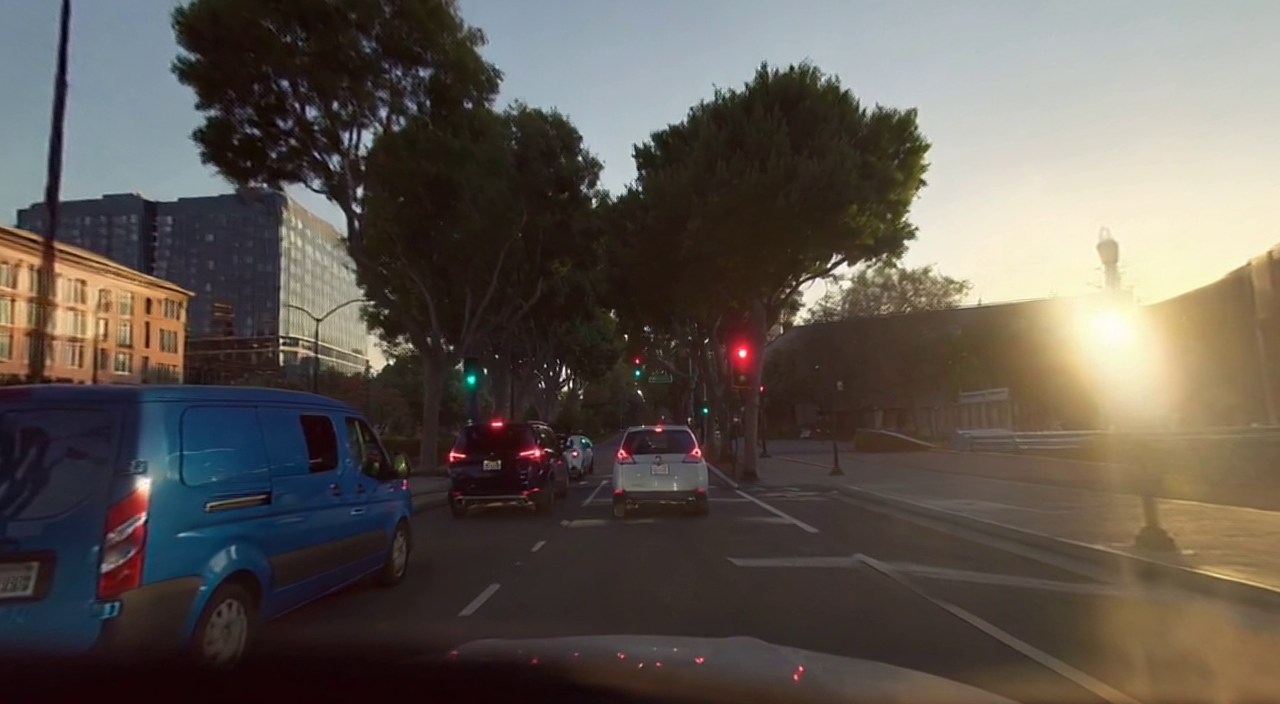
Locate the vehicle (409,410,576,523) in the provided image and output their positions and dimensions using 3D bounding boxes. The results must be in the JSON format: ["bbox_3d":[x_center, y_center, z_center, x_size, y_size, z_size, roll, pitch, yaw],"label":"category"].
[{"bbox_3d":[-2.609,2.180,12.511,2.124,1.799,4.587,0,-8,1],"label":"vehicle"}]

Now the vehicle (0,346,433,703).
[{"bbox_3d":[-3.154,1.108,4.657,1.940,1.722,3.823,0,-8,0],"label":"vehicle"}]

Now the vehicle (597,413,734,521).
[{"bbox_3d":[0.435,2.144,12.180,2.205,1.727,3.917,0,-8,1],"label":"vehicle"}]
